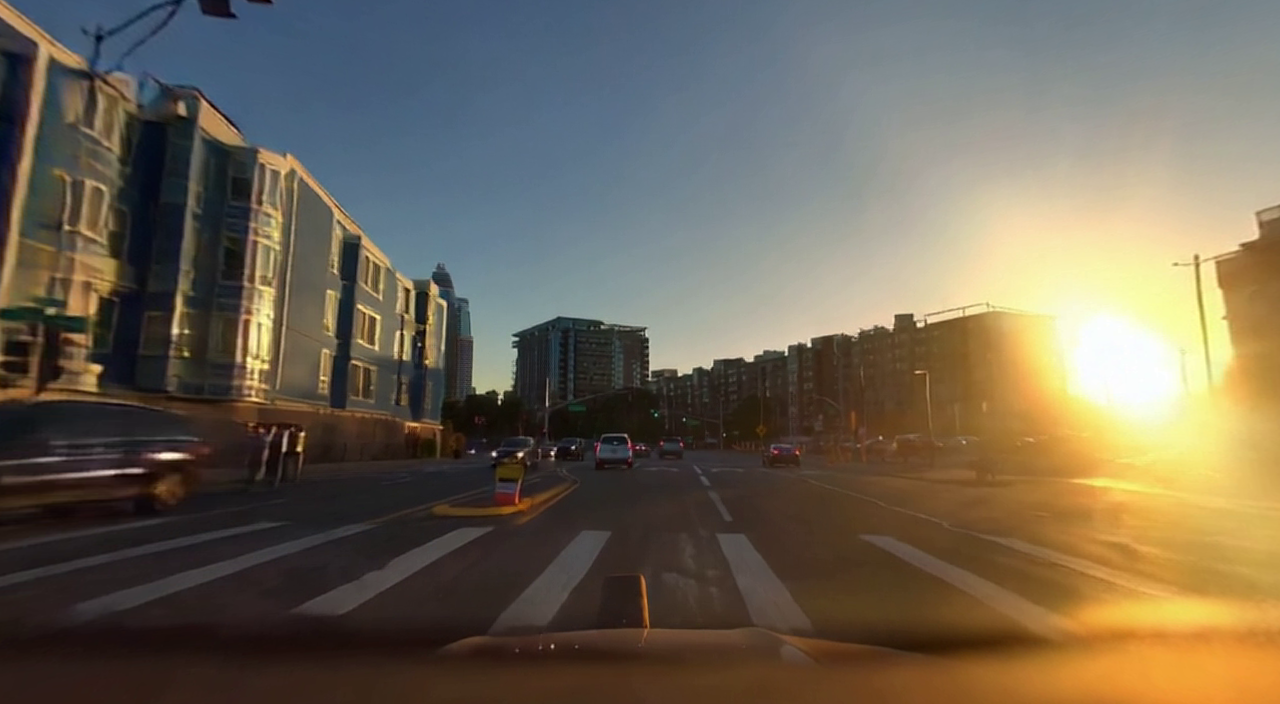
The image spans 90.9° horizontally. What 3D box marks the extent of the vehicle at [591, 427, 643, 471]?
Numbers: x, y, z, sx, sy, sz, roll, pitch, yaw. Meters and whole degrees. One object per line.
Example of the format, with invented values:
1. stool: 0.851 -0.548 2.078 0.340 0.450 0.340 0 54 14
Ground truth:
1. vehicle: -1.022 4.314 28.492 2.160 1.786 4.702 1 -7 -2

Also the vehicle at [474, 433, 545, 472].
1. vehicle: -5.438 4.213 26.874 1.973 1.502 4.275 0 -7 2

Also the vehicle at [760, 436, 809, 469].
1. vehicle: 8.344 5.804 36.698 1.952 1.749 4.311 0 -7 2

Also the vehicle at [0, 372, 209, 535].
1. vehicle: -9.284 1.450 9.260 2.393 2.059 4.739 0 -7 2
